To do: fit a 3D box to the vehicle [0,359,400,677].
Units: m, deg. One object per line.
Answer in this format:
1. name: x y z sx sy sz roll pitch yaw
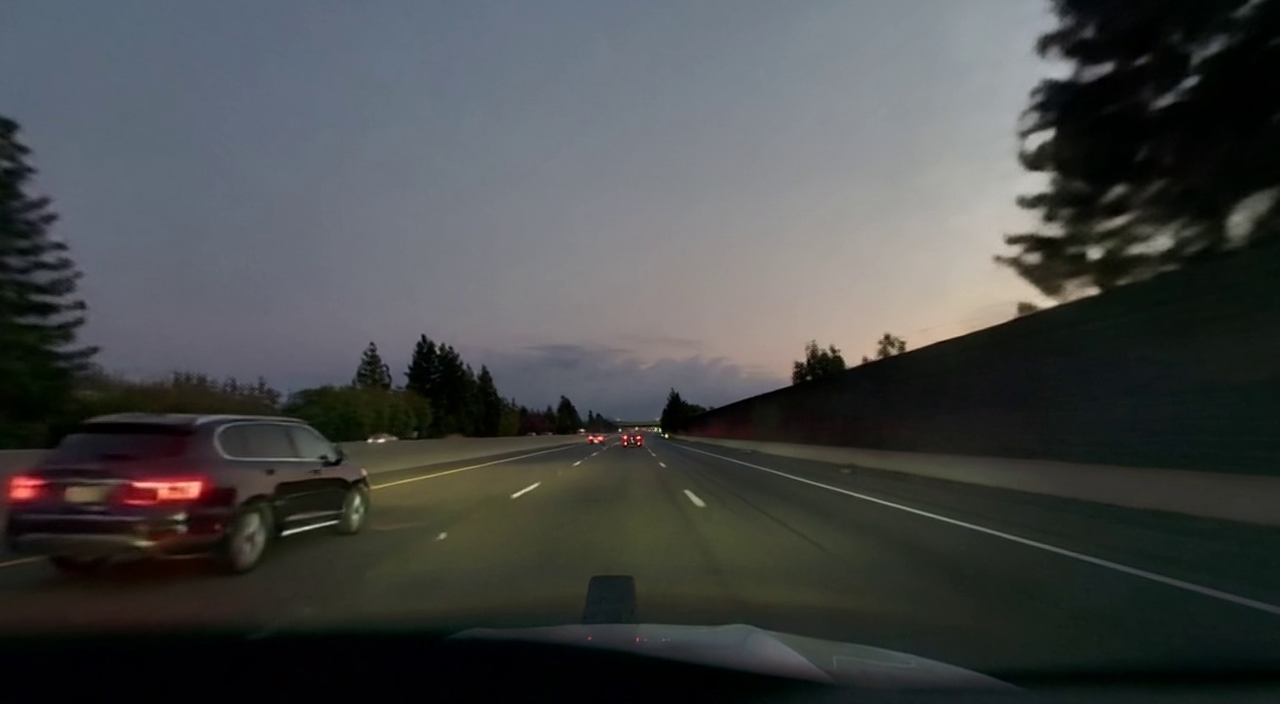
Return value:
1. vehicle: -4.258 1.202 5.794 2.306 1.730 4.606 0 -7 0
